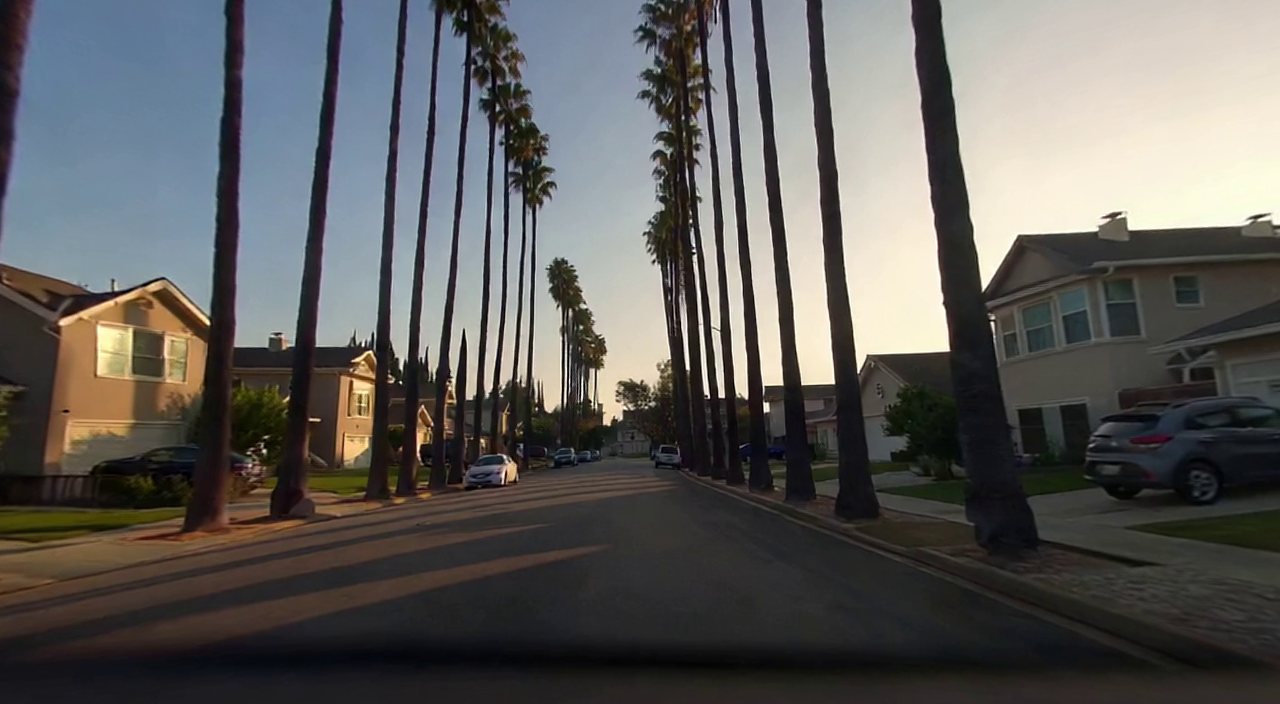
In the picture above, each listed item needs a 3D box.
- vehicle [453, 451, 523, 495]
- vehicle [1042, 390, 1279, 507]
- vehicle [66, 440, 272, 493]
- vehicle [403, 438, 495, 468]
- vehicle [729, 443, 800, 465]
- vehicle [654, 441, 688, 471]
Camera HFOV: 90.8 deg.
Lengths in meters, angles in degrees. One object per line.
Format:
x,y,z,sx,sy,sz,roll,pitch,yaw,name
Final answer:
-6.094,4.895,25.937,1.949,1.511,4.466,0,-8,-2,vehicle
9.681,1.613,10.614,4.389,1.754,2.040,0,-9,1,vehicle
-13.351,3.266,18.163,4.283,1.400,1.926,0,-9,-3,vehicle
-12.541,6.680,41.847,5.340,1.948,2.398,0,-9,-2,vehicle
8.854,7.293,45.199,4.643,1.520,1.826,0,-9,1,vehicle
2.188,7.557,46.202,2.184,2.038,6.212,0,-9,0,vehicle
